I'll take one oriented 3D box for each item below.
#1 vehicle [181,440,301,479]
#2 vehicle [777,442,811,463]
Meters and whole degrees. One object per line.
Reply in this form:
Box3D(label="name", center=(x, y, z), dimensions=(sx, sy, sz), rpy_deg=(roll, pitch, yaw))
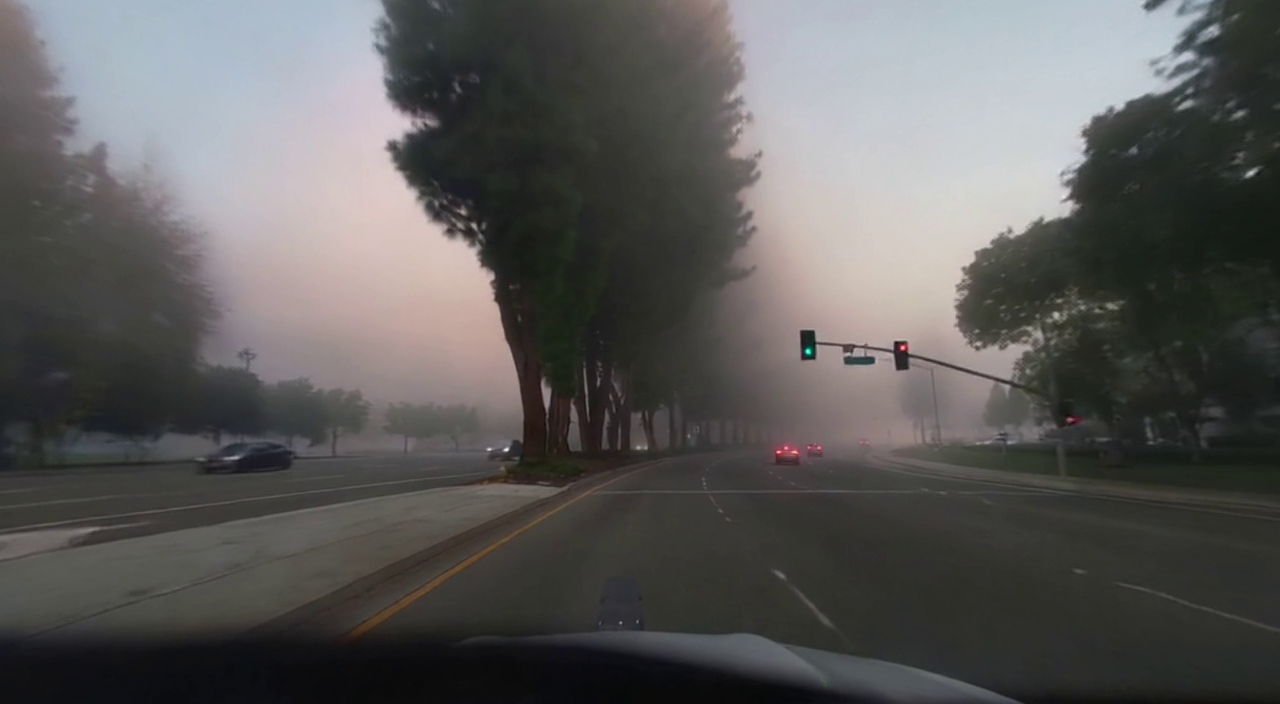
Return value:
Box3D(label="vehicle", center=(-18.550, 4.987, 29.731), dimensions=(1.988, 1.657, 4.909), rpy_deg=(-1, -8, 8))
Box3D(label="vehicle", center=(11.228, 7.357, 46.234), dimensions=(1.988, 1.460, 3.996), rpy_deg=(-1, -8, 9))
